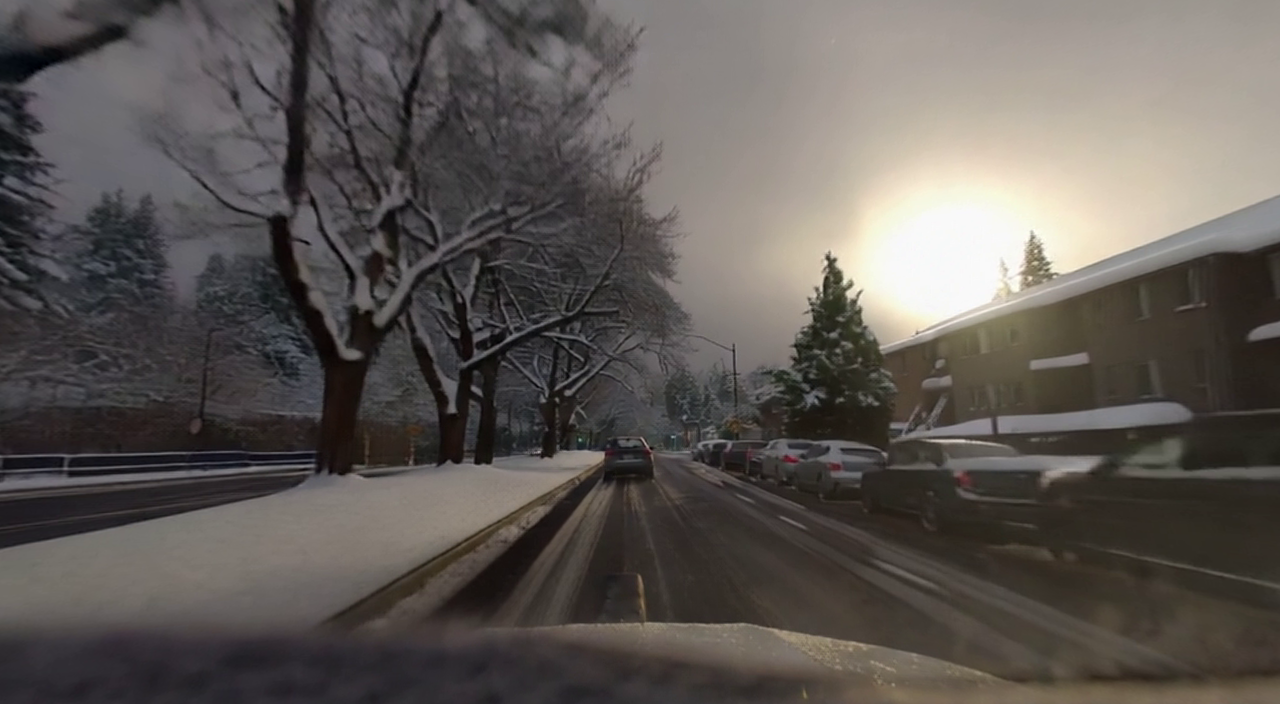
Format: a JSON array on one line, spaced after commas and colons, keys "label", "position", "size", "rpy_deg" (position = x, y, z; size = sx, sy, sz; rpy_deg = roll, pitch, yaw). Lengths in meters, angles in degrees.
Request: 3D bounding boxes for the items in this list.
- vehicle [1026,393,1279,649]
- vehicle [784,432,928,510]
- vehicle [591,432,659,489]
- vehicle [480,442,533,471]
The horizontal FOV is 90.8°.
[{"label": "vehicle", "position": [5.690, 1.250, 4.839], "size": [2.233, 1.811, 4.922], "rpy_deg": [0, -9, -1]}, {"label": "vehicle", "position": [5.367, 3.007, 16.467], "size": [2.018, 1.708, 4.541], "rpy_deg": [0, -9, -2]}, {"label": "vehicle", "position": [-0.507, 3.626, 21.417], "size": [2.070, 1.698, 3.925], "rpy_deg": [0, -8, -1]}, {"label": "vehicle", "position": [-7.359, 5.798, 35.295], "size": [2.105, 1.474, 4.808], "rpy_deg": [0, -8, -3]}]
